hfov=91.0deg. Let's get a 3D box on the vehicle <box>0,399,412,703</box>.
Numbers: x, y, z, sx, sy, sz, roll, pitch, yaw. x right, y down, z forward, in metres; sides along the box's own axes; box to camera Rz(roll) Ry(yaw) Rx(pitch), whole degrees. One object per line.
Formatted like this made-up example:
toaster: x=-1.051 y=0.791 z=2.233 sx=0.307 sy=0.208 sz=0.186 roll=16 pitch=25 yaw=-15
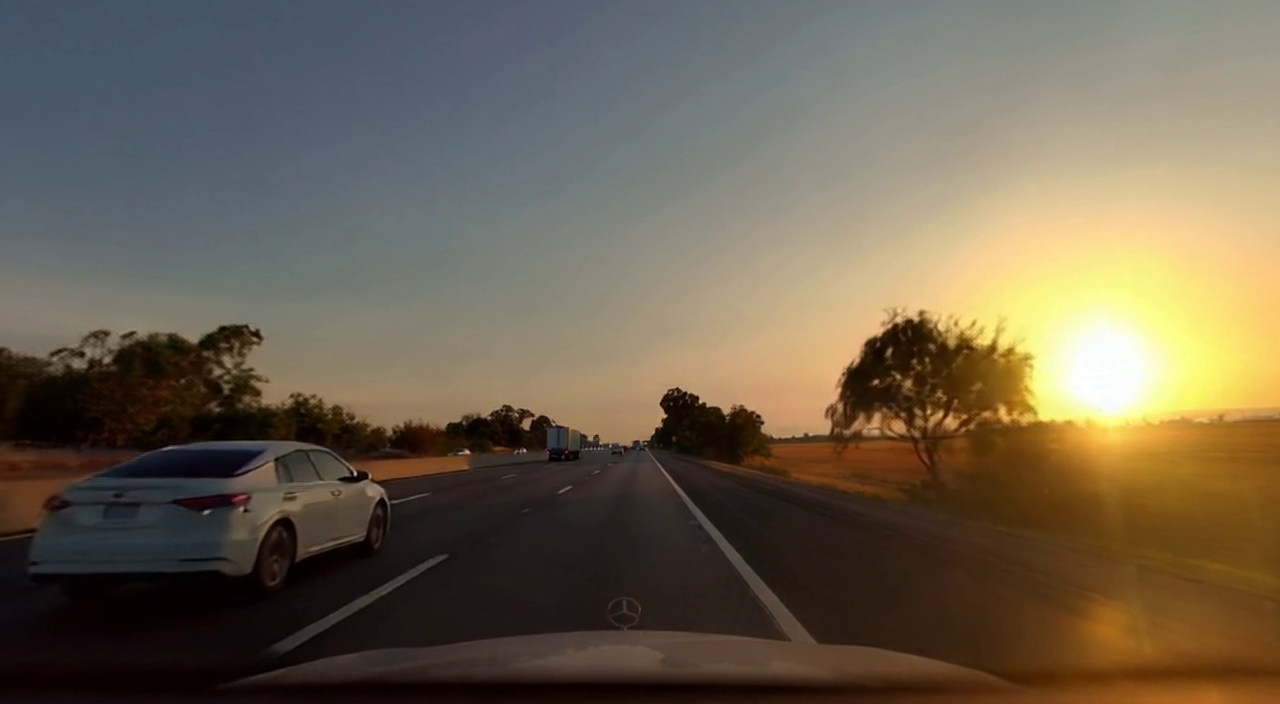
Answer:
vehicle: x=-3.884 y=1.363 z=5.388 sx=2.028 sy=1.553 sz=4.820 roll=0 pitch=-9 yaw=0
